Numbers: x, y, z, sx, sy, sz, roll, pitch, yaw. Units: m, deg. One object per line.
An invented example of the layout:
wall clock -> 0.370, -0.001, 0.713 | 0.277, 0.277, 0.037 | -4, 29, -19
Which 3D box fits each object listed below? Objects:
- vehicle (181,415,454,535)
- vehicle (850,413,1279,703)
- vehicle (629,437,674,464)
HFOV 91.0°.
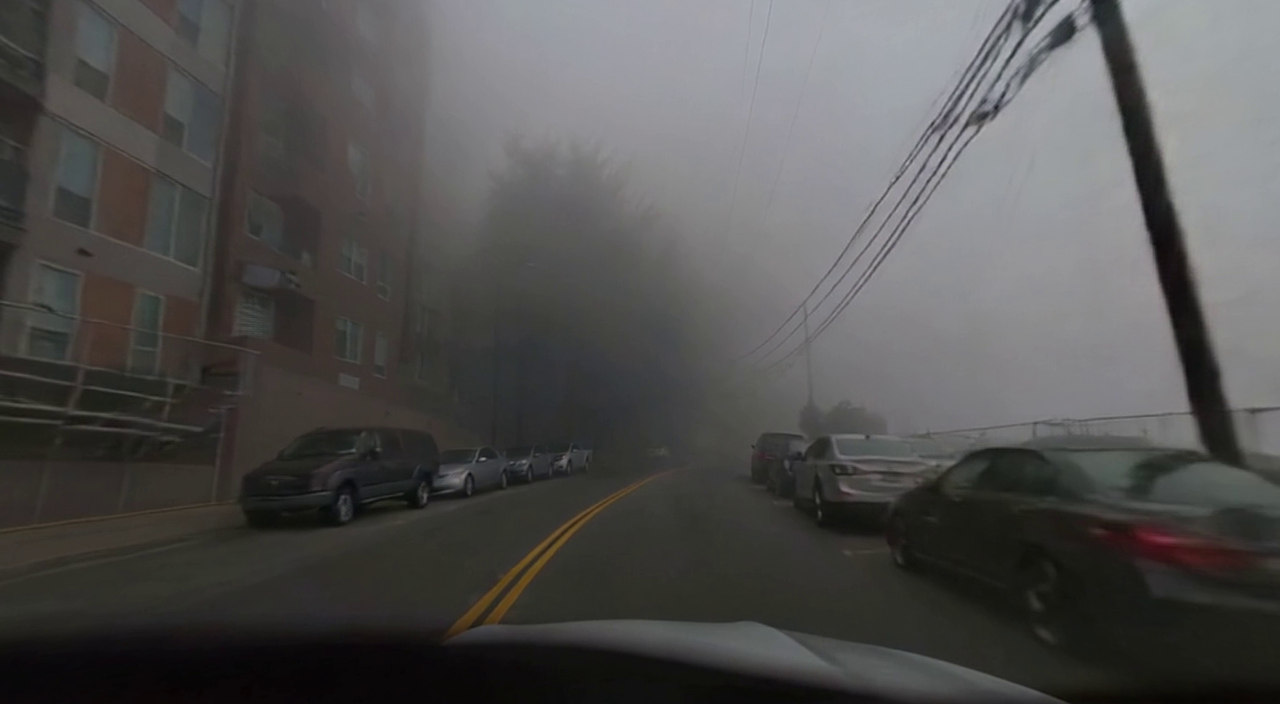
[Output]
vehicle -> -5.929, 2.351, 12.785 | 2.194, 1.861, 5.725 | -1, -8, 4
vehicle -> 3.541, 1.422, 5.381 | 2.013, 1.566, 4.573 | 0, -8, 1
vehicle -> 0.911, 7.417, 47.553 | 1.953, 1.871, 4.712 | -3, -9, 20
